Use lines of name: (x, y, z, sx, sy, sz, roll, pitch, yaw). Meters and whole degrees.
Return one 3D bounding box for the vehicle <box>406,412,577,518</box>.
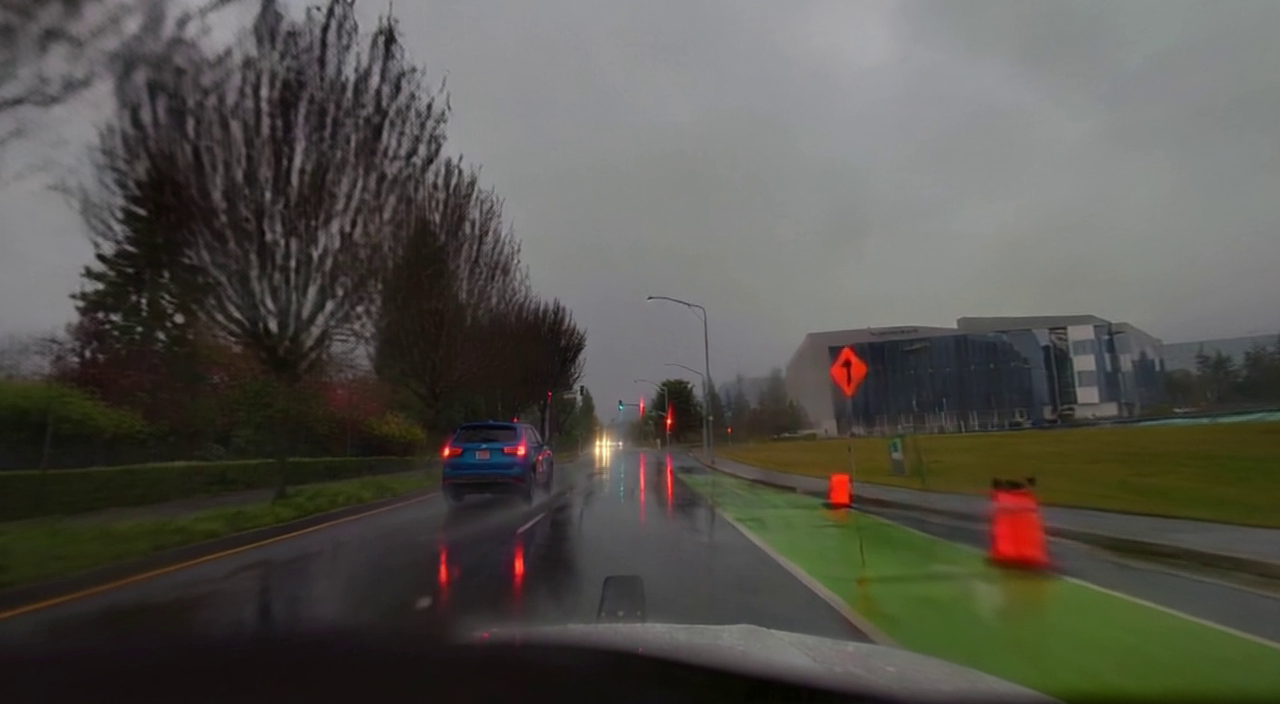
vehicle: (-2.762, 2.276, 13.132, 2.339, 1.790, 4.629, 0, -8, 1)
